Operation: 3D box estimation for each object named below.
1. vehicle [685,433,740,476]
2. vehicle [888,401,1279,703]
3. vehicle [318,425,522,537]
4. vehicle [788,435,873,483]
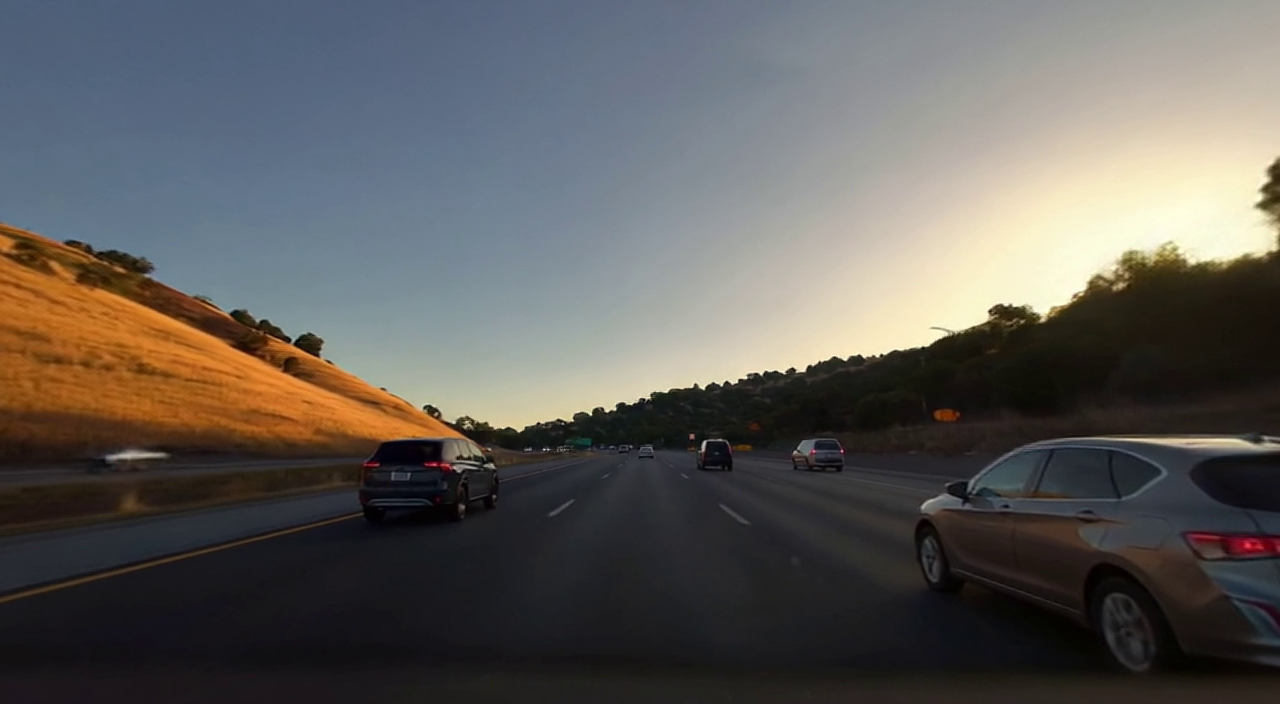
[{"bbox_3d":[3.502,5.025,31.255,2.121,1.925,5.056,0,-8,0],"label":"vehicle"},{"bbox_3d":[3.411,1.170,4.008,1.941,1.481,4.300,0,-8,1],"label":"vehicle"},{"bbox_3d":[-3.780,2.295,11.866,2.166,1.672,4.388,0,-8,1],"label":"vehicle"},{"bbox_3d":[7.405,4.201,25.037,1.998,1.717,4.338,0,-8,0],"label":"vehicle"}]
